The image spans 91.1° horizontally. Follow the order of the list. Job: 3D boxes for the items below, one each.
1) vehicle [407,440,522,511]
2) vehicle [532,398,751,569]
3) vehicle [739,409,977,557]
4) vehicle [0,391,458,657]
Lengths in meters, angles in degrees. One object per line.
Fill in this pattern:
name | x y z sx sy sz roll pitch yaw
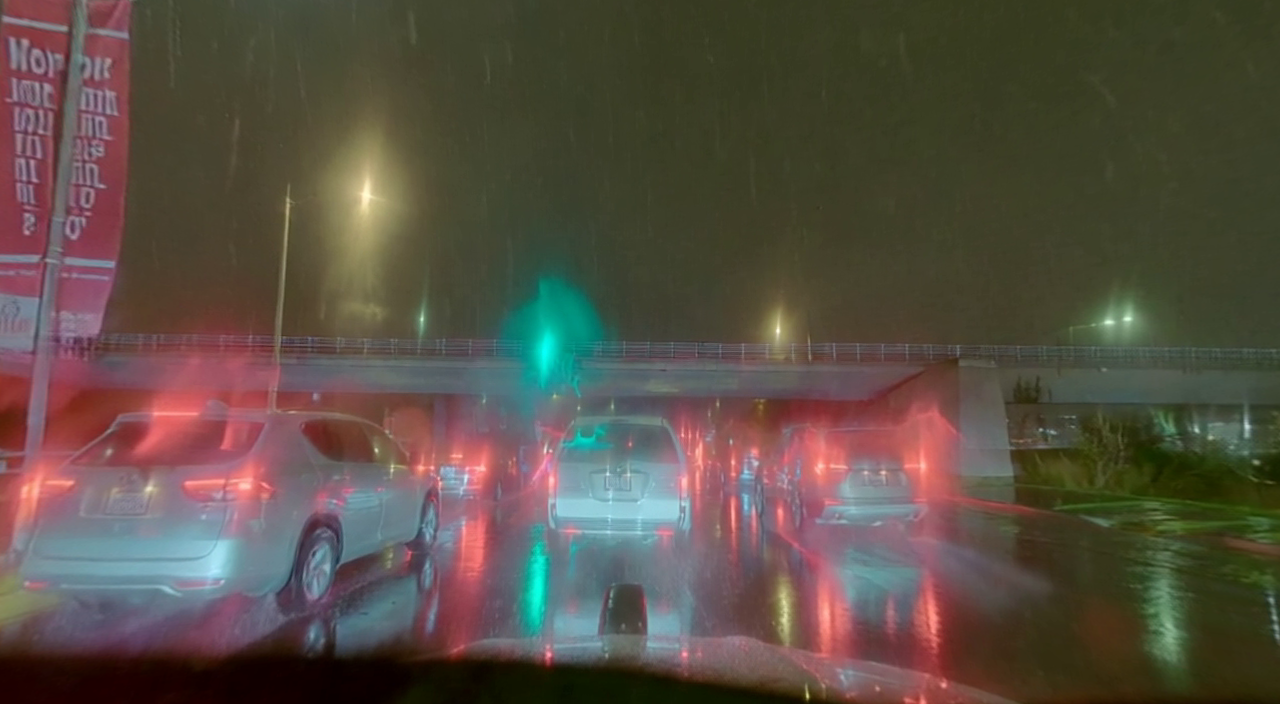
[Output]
vehicle | -4.148 2.947 15.433 1.797 1.505 3.506 0 -9 0
vehicle | -0.074 1.772 9.215 2.409 1.864 4.471 0 -9 -2
vehicle | 3.089 1.973 10.198 2.016 1.804 4.681 0 -9 -2
vehicle | -3.488 1.431 6.277 2.039 1.709 4.265 0 -9 0
